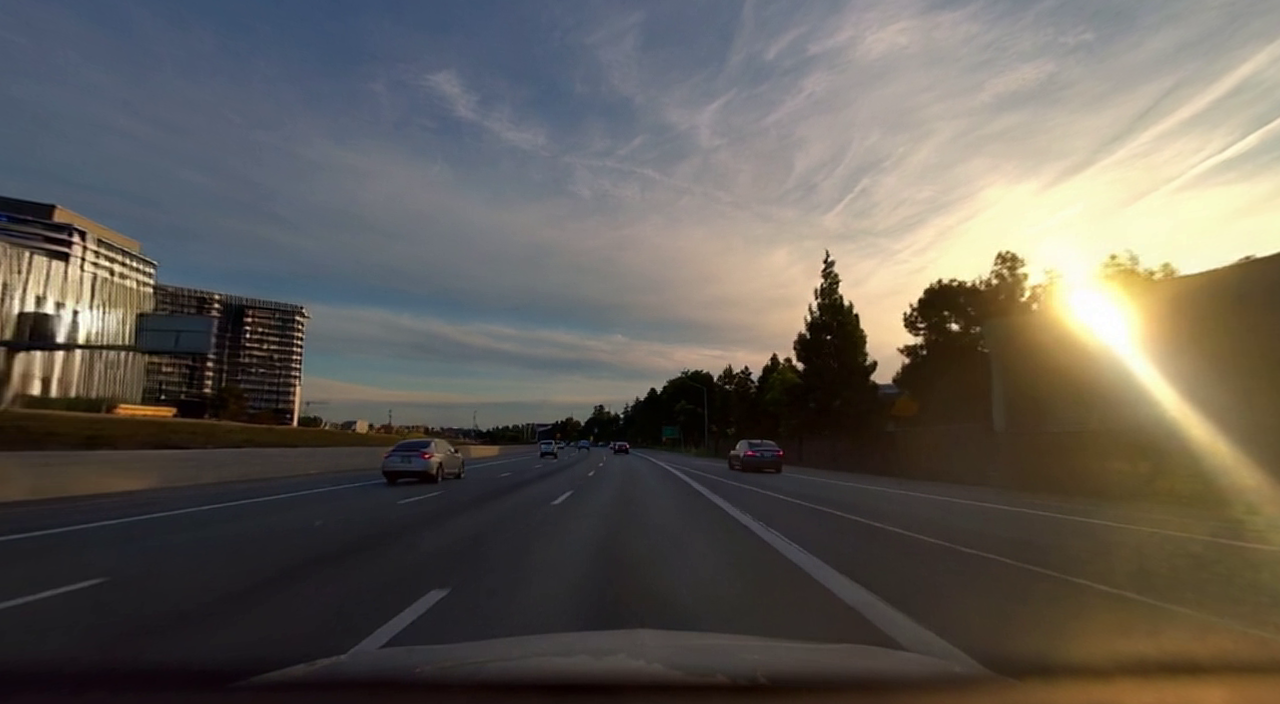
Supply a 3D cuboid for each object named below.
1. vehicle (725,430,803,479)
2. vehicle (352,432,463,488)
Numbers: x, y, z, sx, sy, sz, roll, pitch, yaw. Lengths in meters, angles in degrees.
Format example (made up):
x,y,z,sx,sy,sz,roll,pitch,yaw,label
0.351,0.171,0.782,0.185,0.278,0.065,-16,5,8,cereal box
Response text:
x,y,z,sx,sy,sz,roll,pitch,yaw,label
4.865,4.098,25.494,2.023,1.782,4.193,0,-9,-4,vehicle
-7.778,3.654,21.738,2.030,1.672,4.913,0,-9,-1,vehicle
